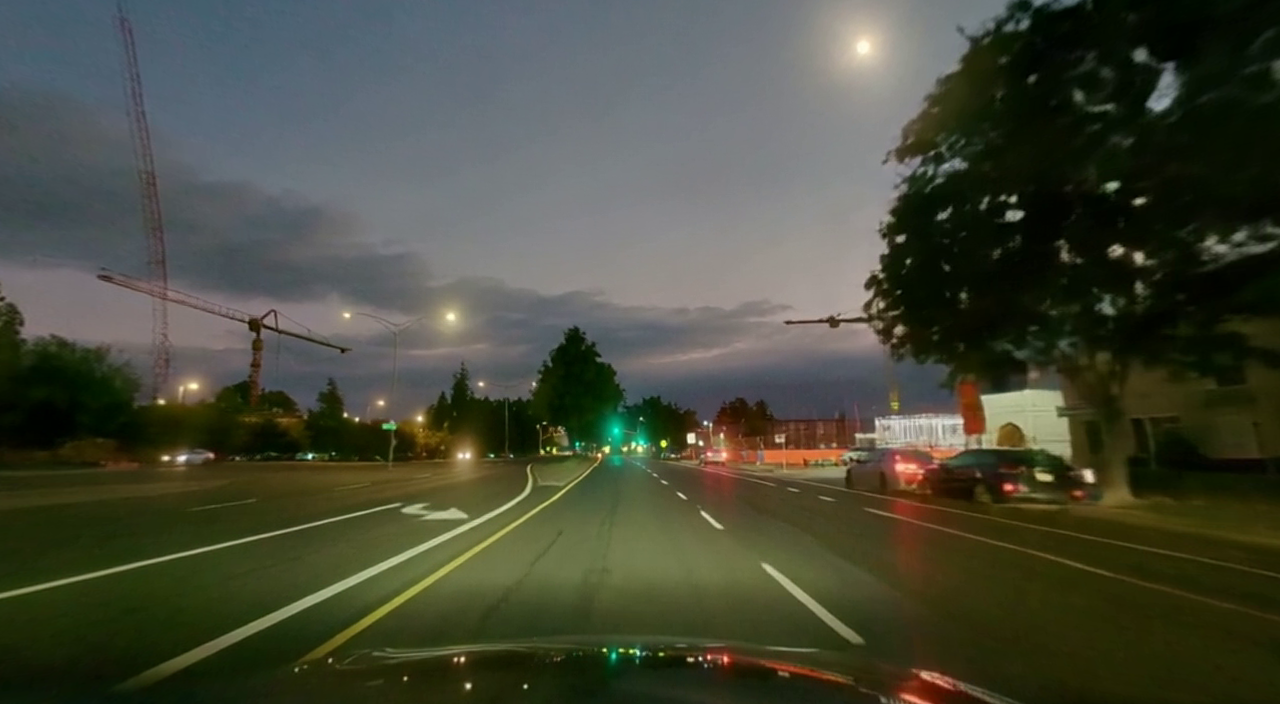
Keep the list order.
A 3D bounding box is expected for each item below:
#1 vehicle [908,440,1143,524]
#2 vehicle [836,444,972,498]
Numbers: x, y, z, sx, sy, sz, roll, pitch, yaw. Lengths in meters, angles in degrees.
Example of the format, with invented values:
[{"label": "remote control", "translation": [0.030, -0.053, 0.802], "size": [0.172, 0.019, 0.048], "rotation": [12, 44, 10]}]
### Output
[{"label": "vehicle", "translation": [7.898, 2.669, 13.661], "size": [1.946, 1.472, 4.753], "rotation": [0, -9, -2]}, {"label": "vehicle", "translation": [7.849, 3.545, 19.362], "size": [2.079, 1.442, 4.406], "rotation": [0, -9, -3]}]
